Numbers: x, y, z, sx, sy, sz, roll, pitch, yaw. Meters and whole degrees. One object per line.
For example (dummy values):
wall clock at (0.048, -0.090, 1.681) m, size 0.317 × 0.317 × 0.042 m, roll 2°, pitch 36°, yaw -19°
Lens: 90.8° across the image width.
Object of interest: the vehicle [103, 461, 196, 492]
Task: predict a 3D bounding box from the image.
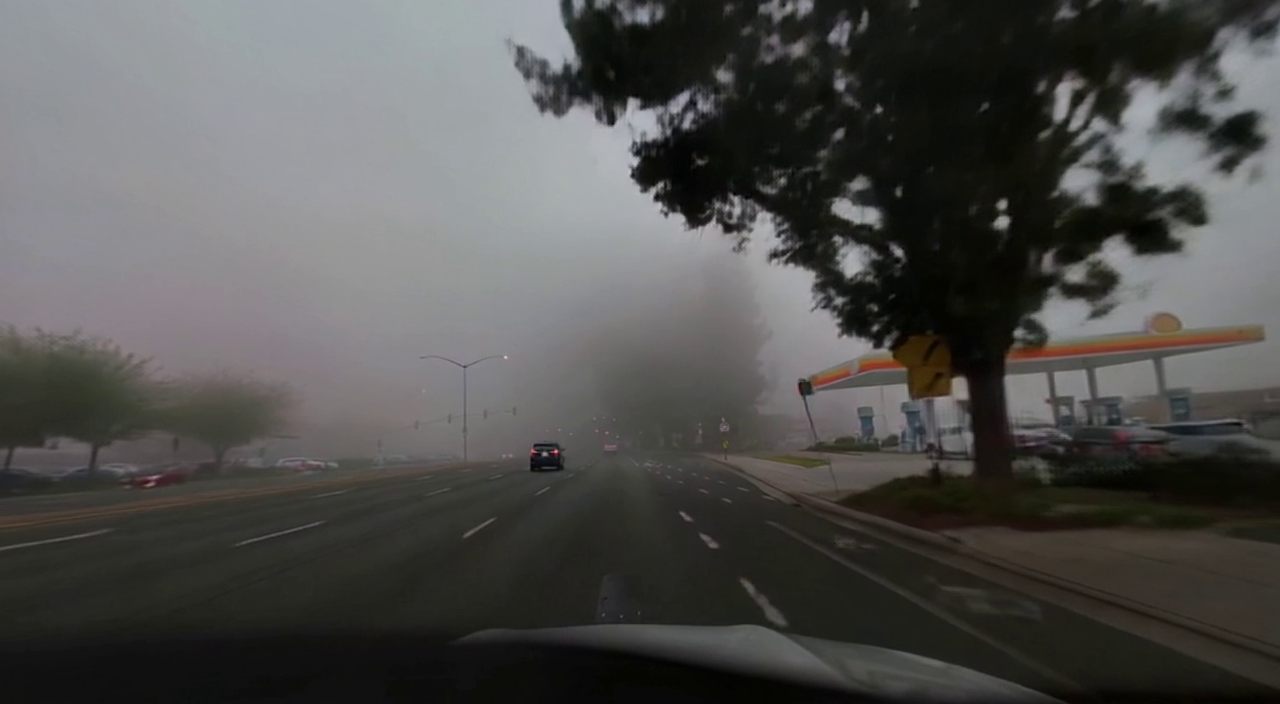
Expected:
vehicle at (-26.940, 6.833, 34.930) m, size 1.802 × 1.448 × 4.408 m, roll 0°, pitch -9°, yaw -4°

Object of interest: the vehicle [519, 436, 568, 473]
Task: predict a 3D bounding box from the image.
vehicle at (-4.957, 5.335, 33.158) m, size 1.985 × 1.772 × 4.479 m, roll 0°, pitch -8°, yaw -2°

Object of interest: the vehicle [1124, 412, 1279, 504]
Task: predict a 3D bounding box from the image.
vehicle at (12.842, 1.978, 12.578) m, size 4.612 × 1.491 × 2.061 m, roll -4°, pitch -8°, yaw 0°

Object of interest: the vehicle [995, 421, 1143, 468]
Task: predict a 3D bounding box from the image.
vehicle at (13.468, 2.936, 19.995) m, size 3.453 × 1.409 × 1.608 m, roll 0°, pitch -9°, yaw 1°

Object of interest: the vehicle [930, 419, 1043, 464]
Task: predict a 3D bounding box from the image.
vehicle at (13.781, 3.600, 25.386) m, size 3.562 × 1.693 × 1.876 m, roll -1°, pitch -10°, yaw 16°

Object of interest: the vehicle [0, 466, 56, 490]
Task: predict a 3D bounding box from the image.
vehicle at (-44.117, 8.876, 44.642) m, size 1.661 × 1.404 × 4.308 m, roll 0°, pitch -8°, yaw -3°
